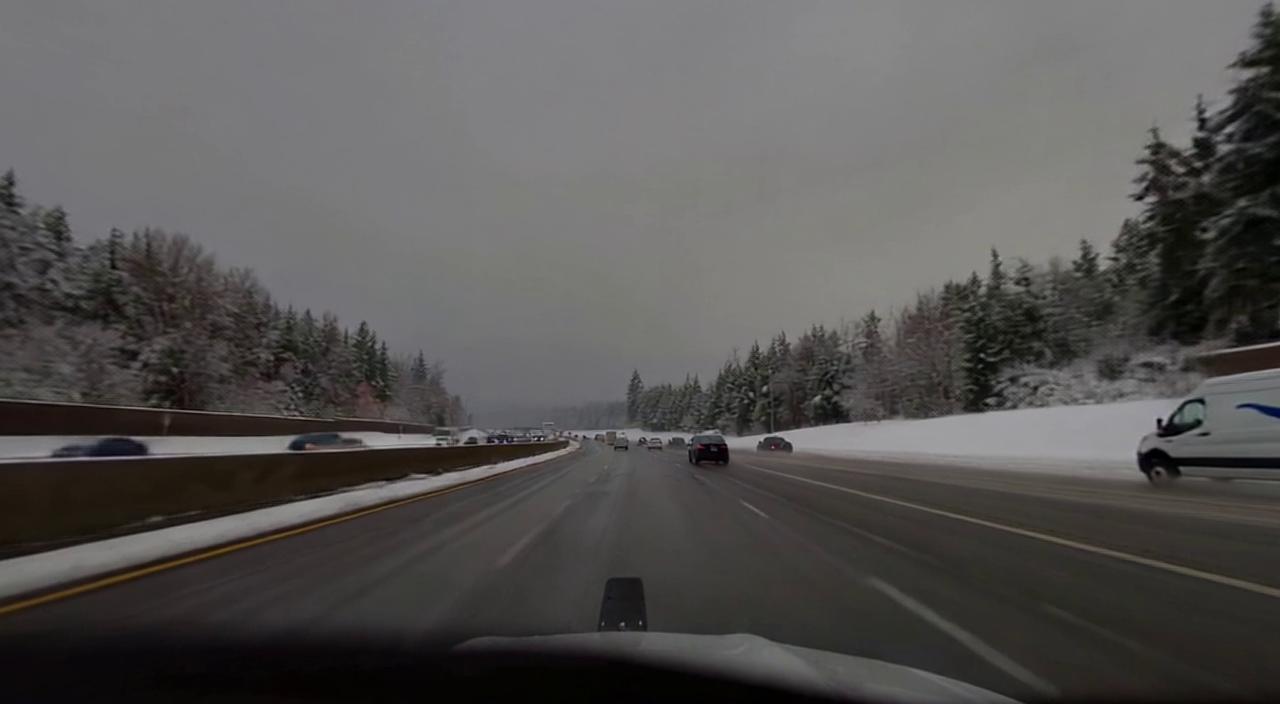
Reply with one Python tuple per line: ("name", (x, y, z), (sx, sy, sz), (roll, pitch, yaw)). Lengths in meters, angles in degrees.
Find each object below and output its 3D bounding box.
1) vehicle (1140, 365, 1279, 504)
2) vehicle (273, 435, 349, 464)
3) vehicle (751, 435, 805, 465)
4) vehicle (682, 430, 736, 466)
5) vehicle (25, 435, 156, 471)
("vehicle", (14.203, 1.646, 12.723), (2.274, 2.802, 6.802), (0, -8, -3))
("vehicle", (-17.841, 5.300, 34.465), (1.851, 1.457, 4.369), (0, -8, -1))
("vehicle", (7.208, 5.184, 33.361), (1.798, 1.473, 4.077), (0, -8, -2))
("vehicle", (3.554, 5.010, 33.116), (2.141, 1.732, 4.279), (0, -8, -3))
("vehicle", (-25.345, 4.661, 29.358), (1.927, 1.488, 4.649), (0, -8, -1))
